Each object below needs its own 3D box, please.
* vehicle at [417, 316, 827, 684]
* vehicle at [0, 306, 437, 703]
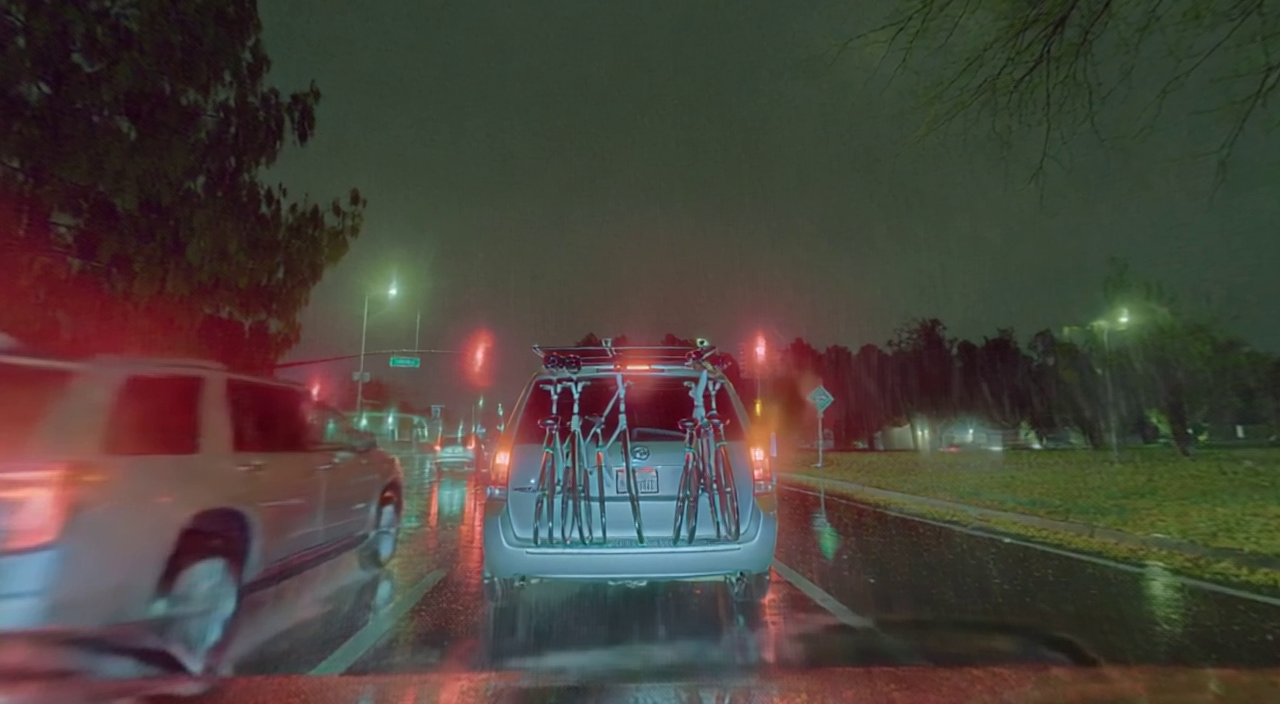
[{"bbox_3d":[-0.235,1.159,6.005,2.333,2.087,4.586,0,-8,-4],"label":"vehicle"},{"bbox_3d":[-3.570,1.128,4.997,2.337,1.858,5.409,0,-8,-3],"label":"vehicle"}]
